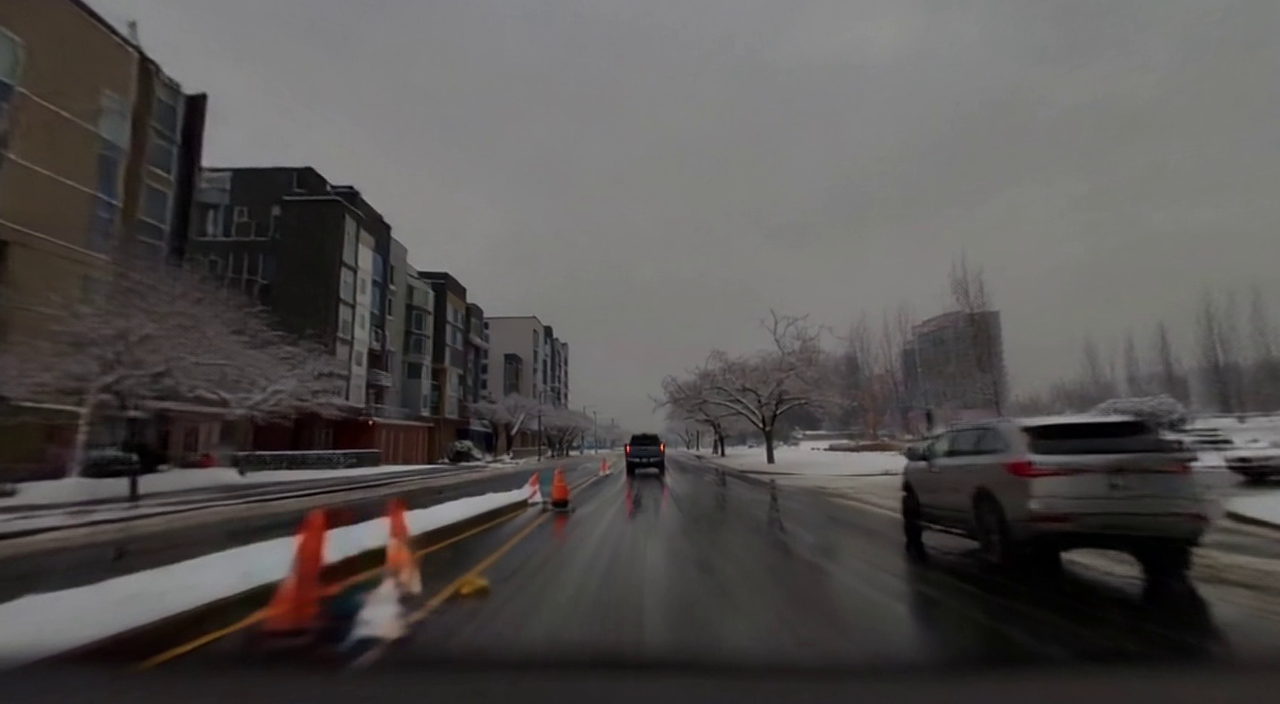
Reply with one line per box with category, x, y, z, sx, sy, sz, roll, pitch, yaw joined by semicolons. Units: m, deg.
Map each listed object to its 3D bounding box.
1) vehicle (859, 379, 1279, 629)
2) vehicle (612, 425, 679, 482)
vehicle;4.293;1.540;7.538;2.120;1.828;5.531;-1;-9;9
vehicle;0.338;4.720;29.502;2.762;2.309;6.723;0;-8;2
